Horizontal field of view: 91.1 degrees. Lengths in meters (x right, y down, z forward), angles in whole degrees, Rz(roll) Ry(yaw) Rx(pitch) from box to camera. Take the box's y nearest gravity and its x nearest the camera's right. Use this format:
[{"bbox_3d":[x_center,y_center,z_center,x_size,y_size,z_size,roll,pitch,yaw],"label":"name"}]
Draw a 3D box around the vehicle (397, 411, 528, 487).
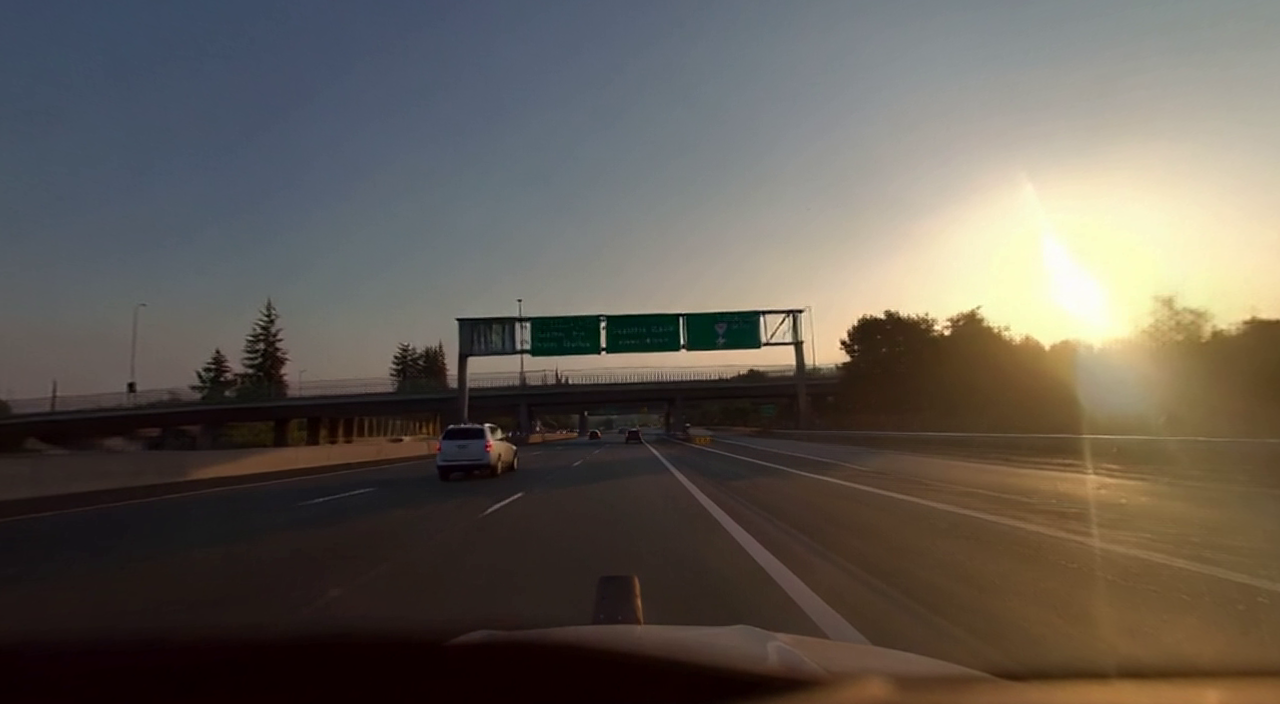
[{"bbox_3d":[-4.491,2.546,16.820,2.153,1.730,4.772,0,-8,-1],"label":"vehicle"}]
